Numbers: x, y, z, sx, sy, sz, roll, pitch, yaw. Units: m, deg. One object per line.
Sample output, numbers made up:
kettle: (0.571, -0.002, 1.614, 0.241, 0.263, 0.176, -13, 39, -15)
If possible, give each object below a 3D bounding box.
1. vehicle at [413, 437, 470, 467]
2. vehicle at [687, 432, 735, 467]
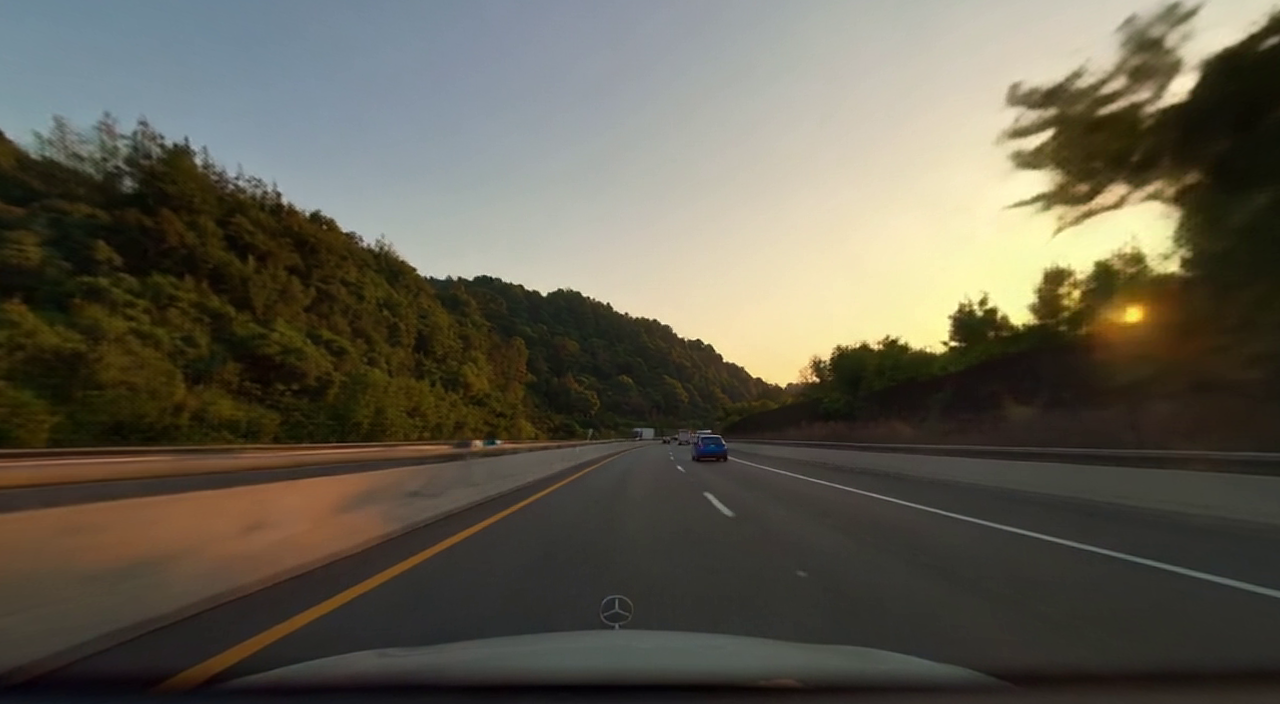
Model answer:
vehicle: (-10.304, 5.194, 32.869, 1.654, 1.413, 3.586, -1, -8, 2)
vehicle: (3.591, 5.033, 32.684, 2.022, 1.663, 4.245, 0, -8, 0)
